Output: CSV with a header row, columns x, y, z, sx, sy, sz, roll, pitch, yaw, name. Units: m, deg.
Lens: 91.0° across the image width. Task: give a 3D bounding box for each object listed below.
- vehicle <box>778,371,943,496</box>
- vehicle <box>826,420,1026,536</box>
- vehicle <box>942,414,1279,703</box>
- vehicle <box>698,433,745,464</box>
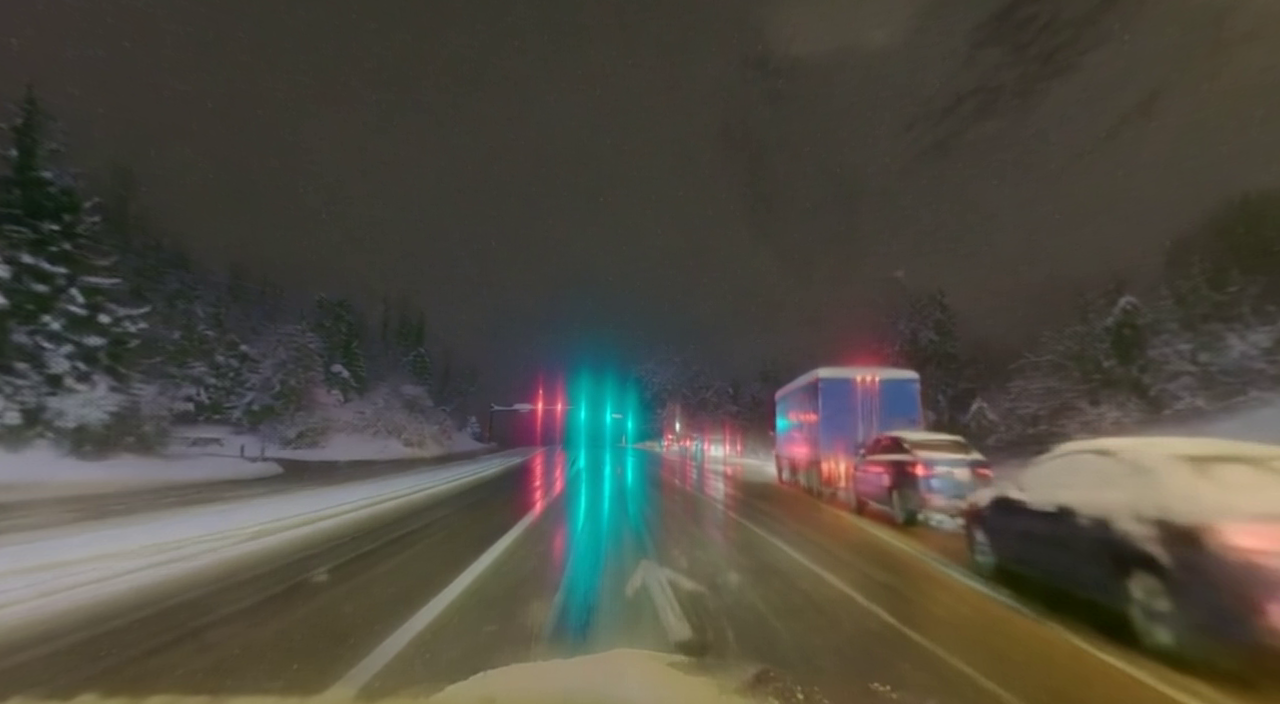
x,y,z,sx,sy,sz,roll,pitch,yaw,name
6.181,2.530,19.247,2.625,2.975,8.237,-1,-8,4,vehicle
4.794,2.144,11.358,1.926,1.650,4.315,-1,-8,6,vehicle
3.903,1.255,4.451,1.947,1.475,3.962,-1,-8,7,vehicle
4.741,5.679,37.190,1.917,1.748,4.003,0,-8,-5,vehicle
